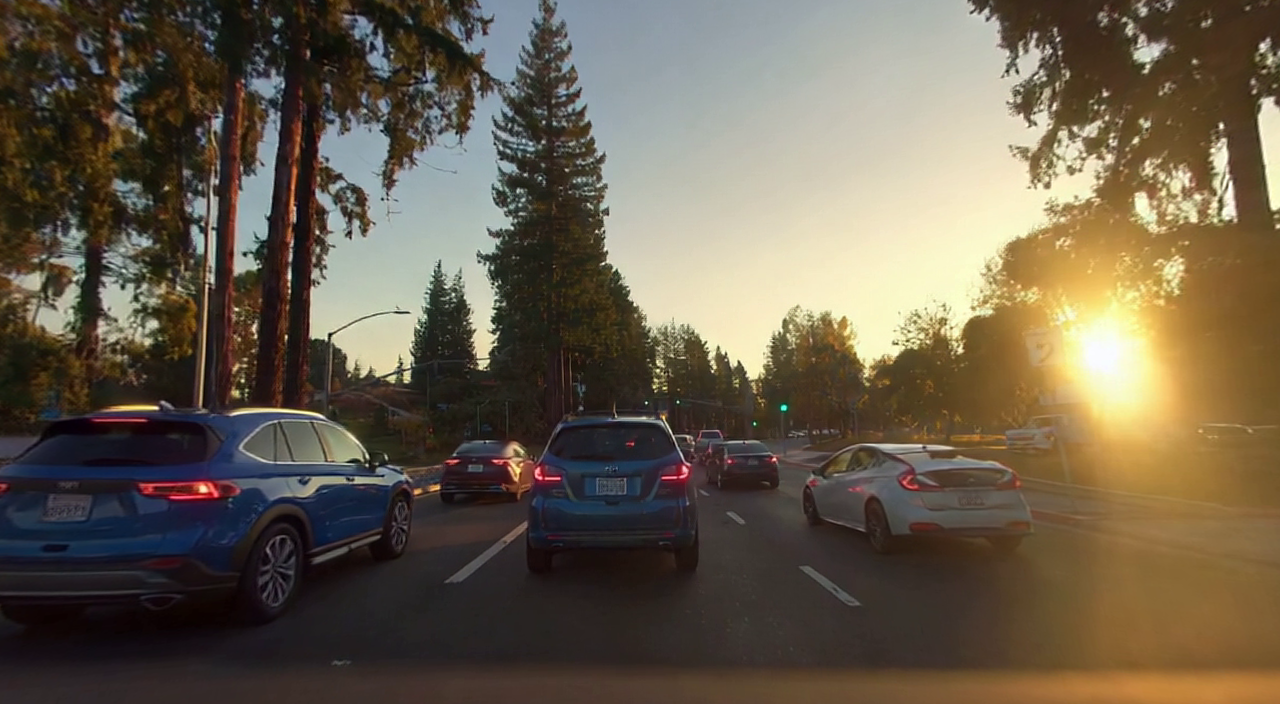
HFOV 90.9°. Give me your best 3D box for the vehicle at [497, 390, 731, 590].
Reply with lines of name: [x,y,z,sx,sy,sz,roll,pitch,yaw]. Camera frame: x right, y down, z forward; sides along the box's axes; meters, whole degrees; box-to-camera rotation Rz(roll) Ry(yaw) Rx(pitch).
vehicle: [-0.223,1.594,8.087,2.132,1.816,4.471,0,-8,1]

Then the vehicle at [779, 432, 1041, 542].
vehicle: [4.283,2.195,11.067,2.036,1.480,4.659,1,-9,-8]

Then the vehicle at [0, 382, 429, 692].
vehicle: [-3.705,1.338,5.706,2.039,1.709,4.265,0,-8,1]

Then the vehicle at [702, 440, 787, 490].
vehicle: [3.287,3.650,20.734,1.996,1.443,4.270,0,-8,-1]

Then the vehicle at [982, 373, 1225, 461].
vehicle: [17.875,2.565,24.670,7.314,3.230,2.680,0,-8,-2]

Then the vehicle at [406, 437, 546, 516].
vehicle: [-3.455,2.688,14.182,1.897,1.479,4.204,0,-8,2]
